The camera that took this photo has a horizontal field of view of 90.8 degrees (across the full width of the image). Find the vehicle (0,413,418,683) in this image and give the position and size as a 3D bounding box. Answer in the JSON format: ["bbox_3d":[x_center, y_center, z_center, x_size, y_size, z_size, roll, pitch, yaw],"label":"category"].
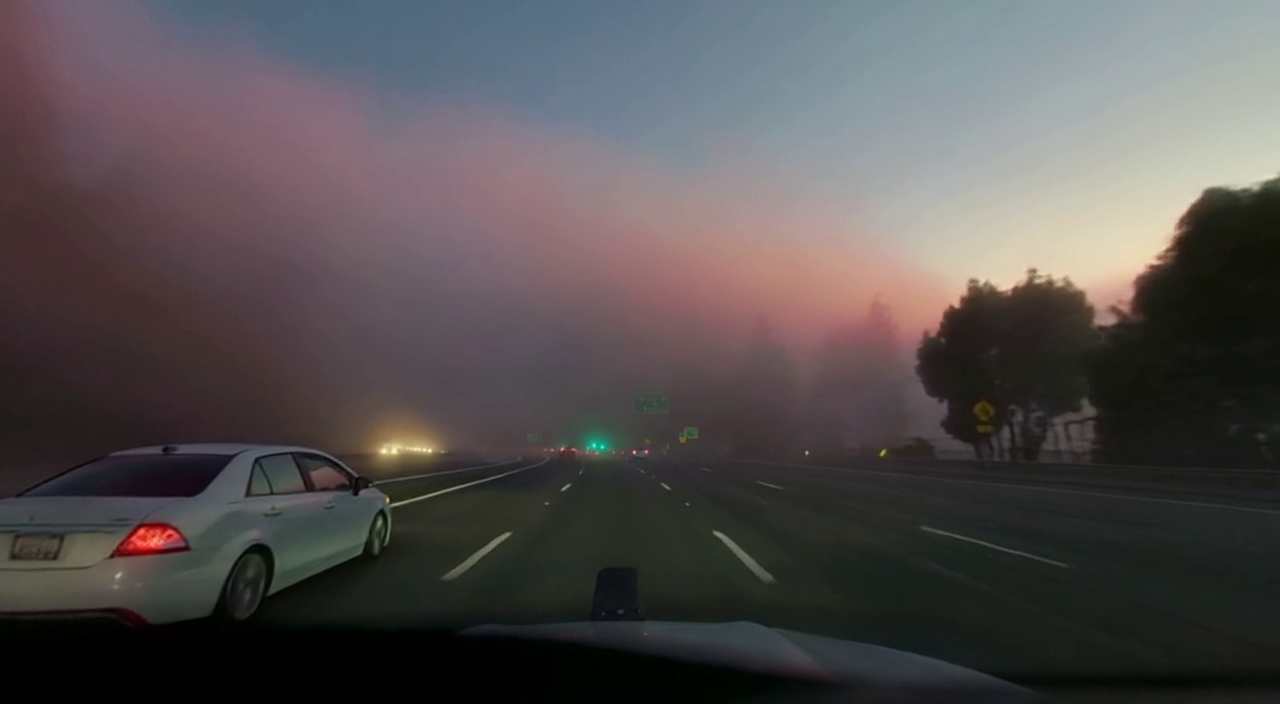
[{"bbox_3d":[-3.802,1.400,5.732,2.018,1.476,4.364,0,-8,-1],"label":"vehicle"}]
